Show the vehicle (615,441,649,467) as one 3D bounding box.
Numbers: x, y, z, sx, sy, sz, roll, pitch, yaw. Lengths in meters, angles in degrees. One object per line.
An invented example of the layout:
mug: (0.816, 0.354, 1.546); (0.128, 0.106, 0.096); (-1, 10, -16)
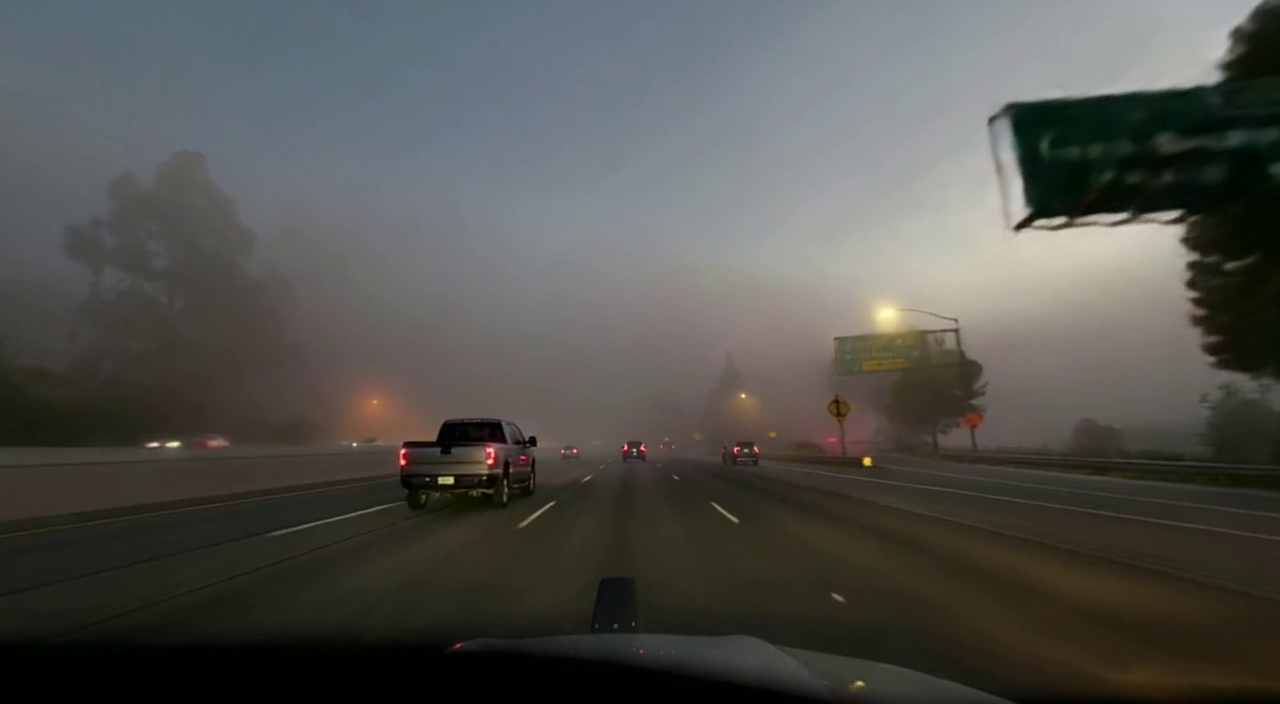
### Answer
vehicle: (-0.537, 6.771, 42.183); (2.157, 1.642, 4.189); (0, -9, -2)

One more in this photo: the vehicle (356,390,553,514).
vehicle: (-3.696, 2.222, 14.243); (2.592, 2.179, 6.034); (0, -9, 0)

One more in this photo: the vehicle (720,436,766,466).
vehicle: (6.771, 6.605, 42.284); (2.103, 1.898, 5.310); (0, -9, -1)
